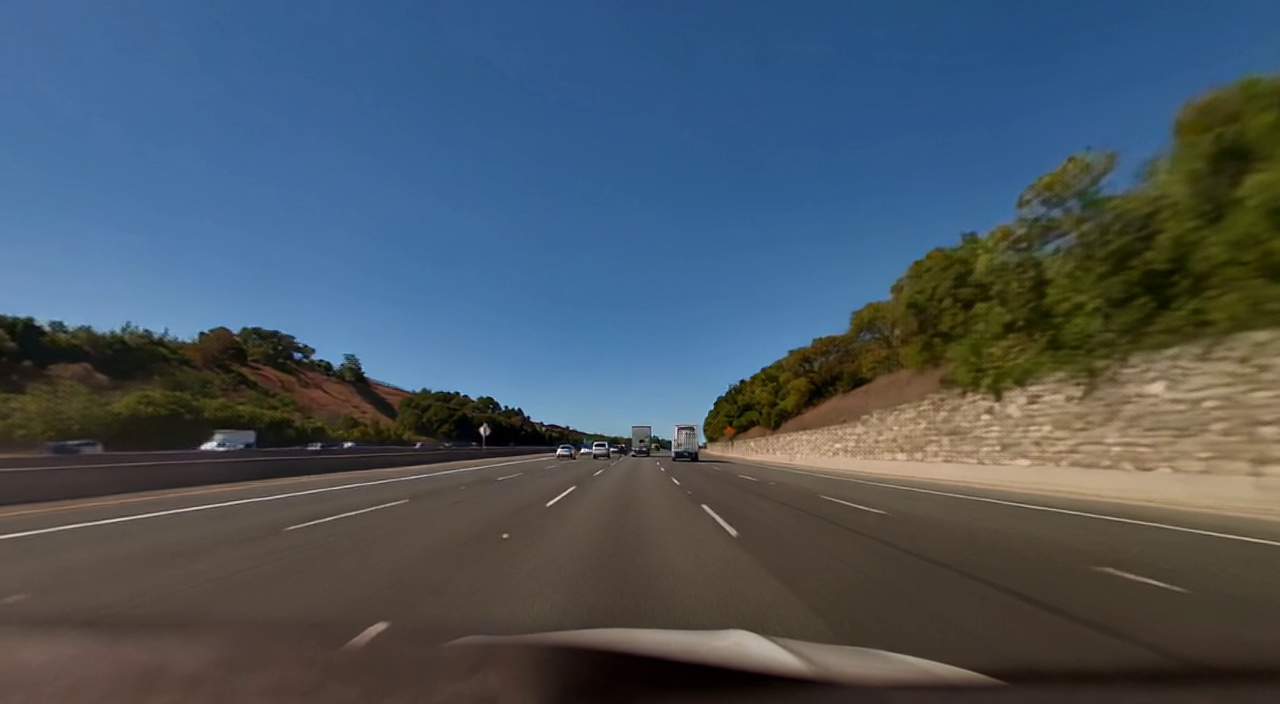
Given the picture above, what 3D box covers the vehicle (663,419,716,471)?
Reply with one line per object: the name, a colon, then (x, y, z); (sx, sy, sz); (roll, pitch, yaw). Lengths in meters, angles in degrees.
vehicle: (3.226, 6.422, 43.298); (2.795, 3.187, 7.205); (0, -9, -2)
